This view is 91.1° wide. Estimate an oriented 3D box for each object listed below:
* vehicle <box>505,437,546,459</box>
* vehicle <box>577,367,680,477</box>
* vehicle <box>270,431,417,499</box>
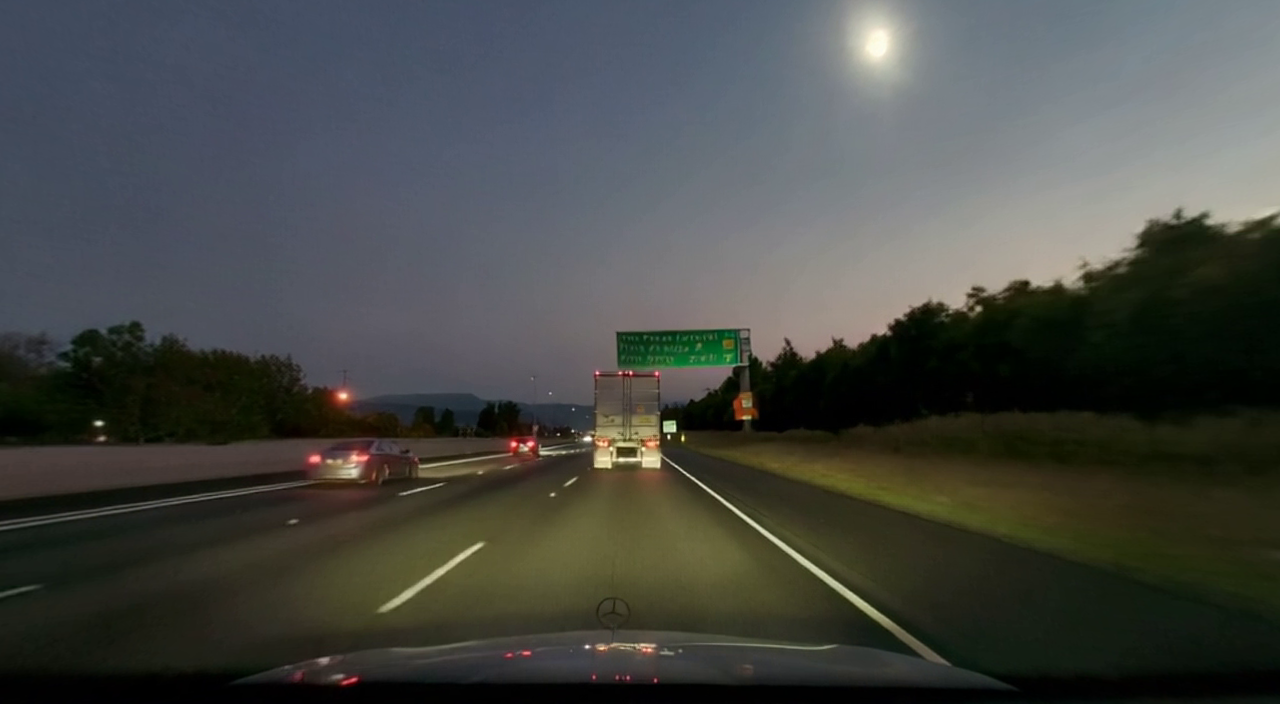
[{"bbox_3d":[-7.800,6.553,43.112,1.949,1.437,4.296,0,-8,0],"label":"vehicle"},{"bbox_3d":[-0.446,3.115,26.464,3.033,3.223,14.836,2,-8,-1],"label":"vehicle"},{"bbox_3d":[-7.211,2.736,15.757,1.856,1.479,3.710,0,-8,0],"label":"vehicle"}]
